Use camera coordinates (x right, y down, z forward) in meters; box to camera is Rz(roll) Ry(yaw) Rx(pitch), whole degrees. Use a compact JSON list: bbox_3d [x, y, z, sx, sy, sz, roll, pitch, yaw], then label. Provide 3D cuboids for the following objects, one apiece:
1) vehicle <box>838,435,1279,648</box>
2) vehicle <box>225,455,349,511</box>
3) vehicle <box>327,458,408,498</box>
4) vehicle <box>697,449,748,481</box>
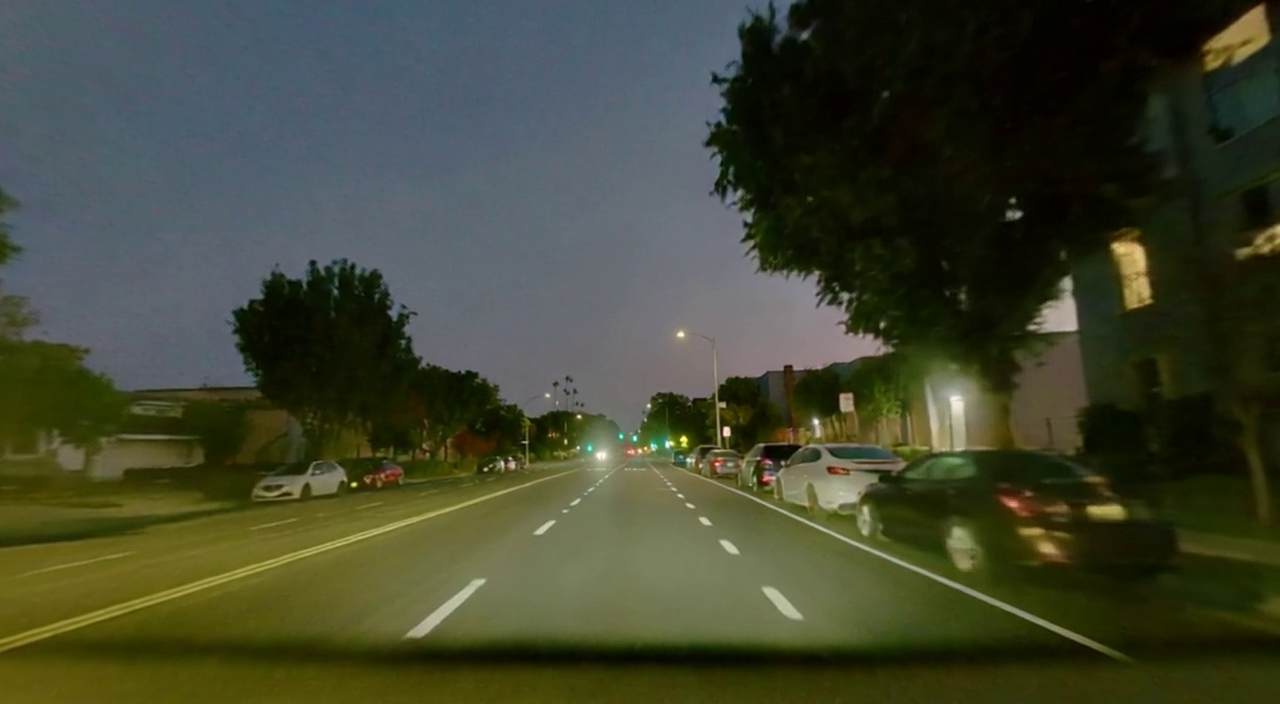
[{"bbox_3d":[4.012,1.703,6.935,2.100,1.478,4.816,0,-9,0],"label":"vehicle"},{"bbox_3d":[-13.671,5.048,24.922,2.220,1.747,4.980,-3,-8,-3],"label":"vehicle"},{"bbox_3d":[-13.912,6.407,32.610,2.239,1.645,4.700,-3,-8,-1],"label":"vehicle"},{"bbox_3d":[4.057,5.623,31.823,1.845,1.443,4.531,0,-9,-2],"label":"vehicle"}]
